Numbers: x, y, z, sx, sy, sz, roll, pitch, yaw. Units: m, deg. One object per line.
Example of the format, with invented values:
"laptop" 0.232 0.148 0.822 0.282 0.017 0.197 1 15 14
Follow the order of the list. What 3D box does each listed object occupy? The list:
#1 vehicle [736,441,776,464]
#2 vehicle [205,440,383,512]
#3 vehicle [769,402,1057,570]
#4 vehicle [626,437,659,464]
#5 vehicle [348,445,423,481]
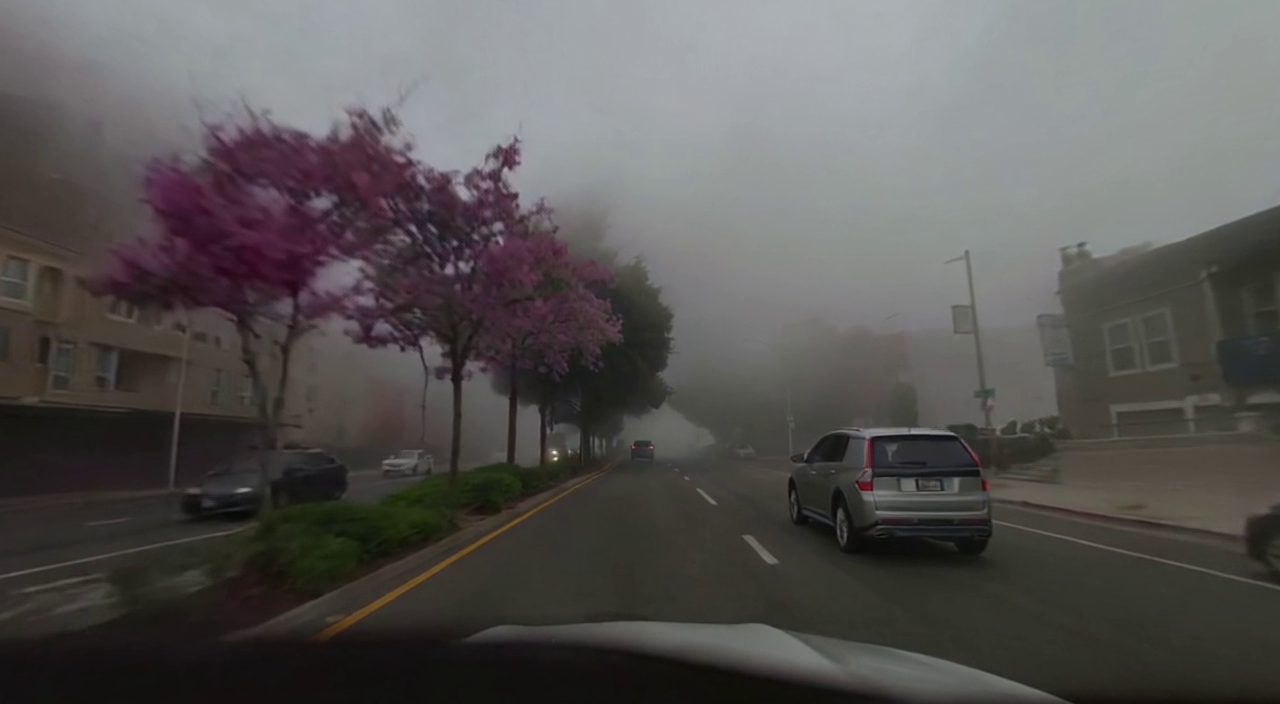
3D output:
"vehicle" 8.371 7.269 45.864 1.919 1.586 4.692 0 -8 -1
"vehicle" -8.140 2.919 15.345 1.931 1.491 4.026 -1 -8 2
"vehicle" 3.337 1.740 8.953 2.071 1.747 4.549 0 -8 1
"vehicle" 0.227 7.068 45.367 2.244 1.813 4.129 0 -8 1
"vehicle" -11.663 5.095 29.184 1.779 1.495 3.766 -1 -8 2
